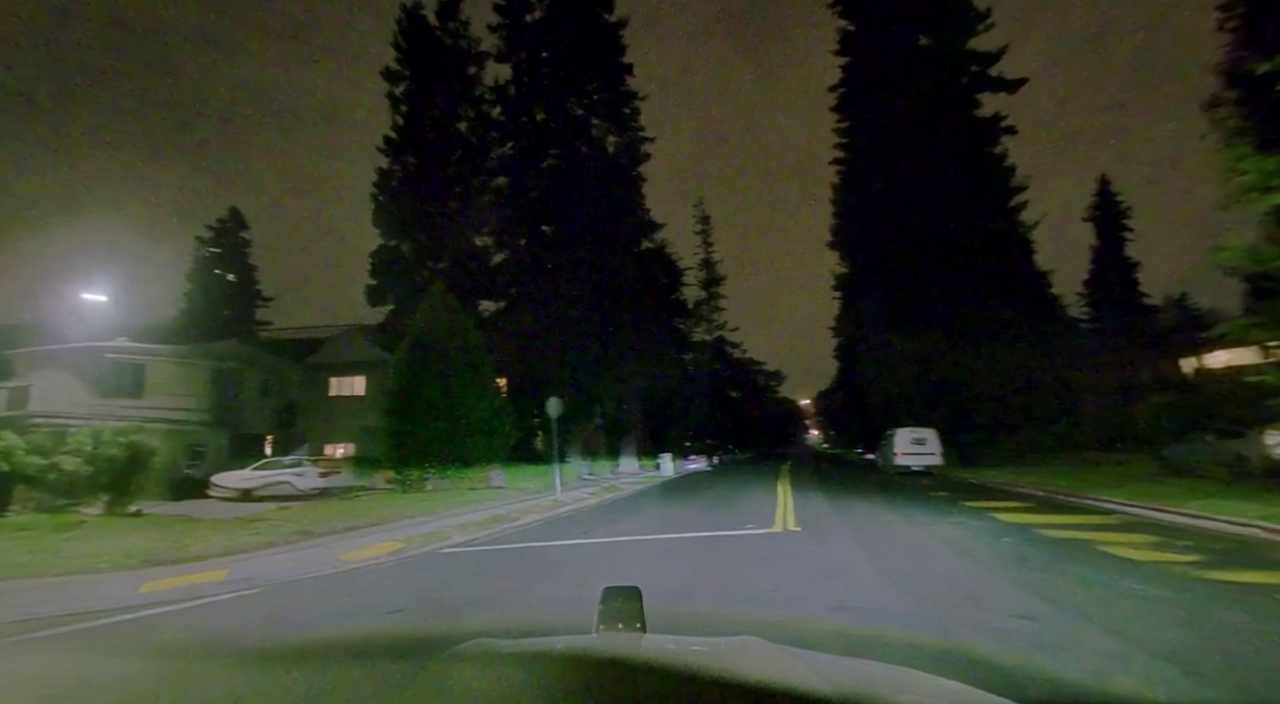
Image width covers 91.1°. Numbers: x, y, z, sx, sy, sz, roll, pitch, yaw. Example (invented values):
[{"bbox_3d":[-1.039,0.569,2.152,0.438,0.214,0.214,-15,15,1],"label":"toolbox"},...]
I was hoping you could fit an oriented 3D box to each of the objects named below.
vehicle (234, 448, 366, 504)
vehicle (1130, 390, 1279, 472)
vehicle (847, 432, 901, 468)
[{"bbox_3d":[-12.045,4.529,22.563,1.919,1.447,3.896,-9,-18,14],"label":"vehicle"},{"bbox_3d":[16.032,2.256,17.506,2.445,1.935,5.238,-4,-9,24],"label":"vehicle"},{"bbox_3d":[12.278,5.166,33.224,2.085,1.792,4.176,-2,-9,13],"label":"vehicle"}]
